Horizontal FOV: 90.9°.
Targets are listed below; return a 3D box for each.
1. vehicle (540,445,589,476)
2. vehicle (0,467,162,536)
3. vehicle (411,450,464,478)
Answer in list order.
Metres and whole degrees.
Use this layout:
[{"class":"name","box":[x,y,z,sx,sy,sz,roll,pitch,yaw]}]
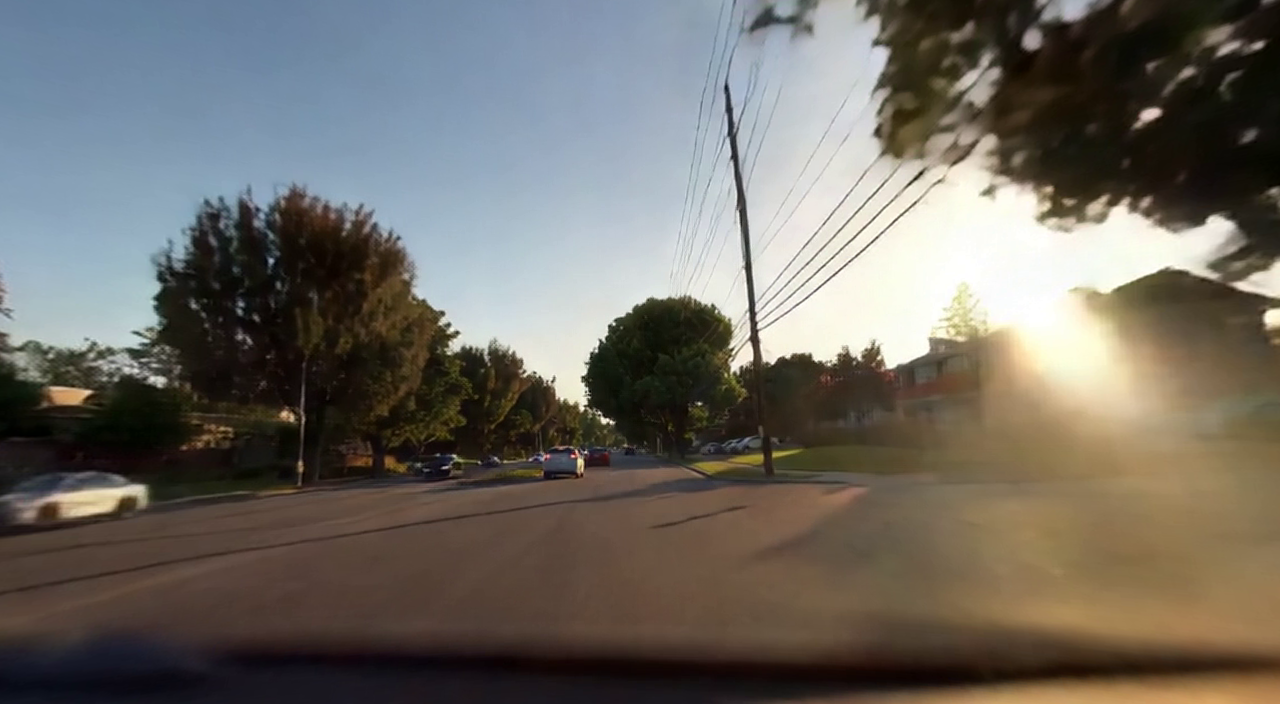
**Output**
[{"class":"vehicle","box":[-3.839,5.577,32.702,2.084,1.466,4.522,0,-9,-1]},{"class":"vehicle","box":[-15.990,4.007,17.415,1.937,1.480,4.755,0,-9,-1]},{"class":"vehicle","box":[-12.616,6.979,39.559,1.954,1.648,4.287,-1,-9,-1]}]
